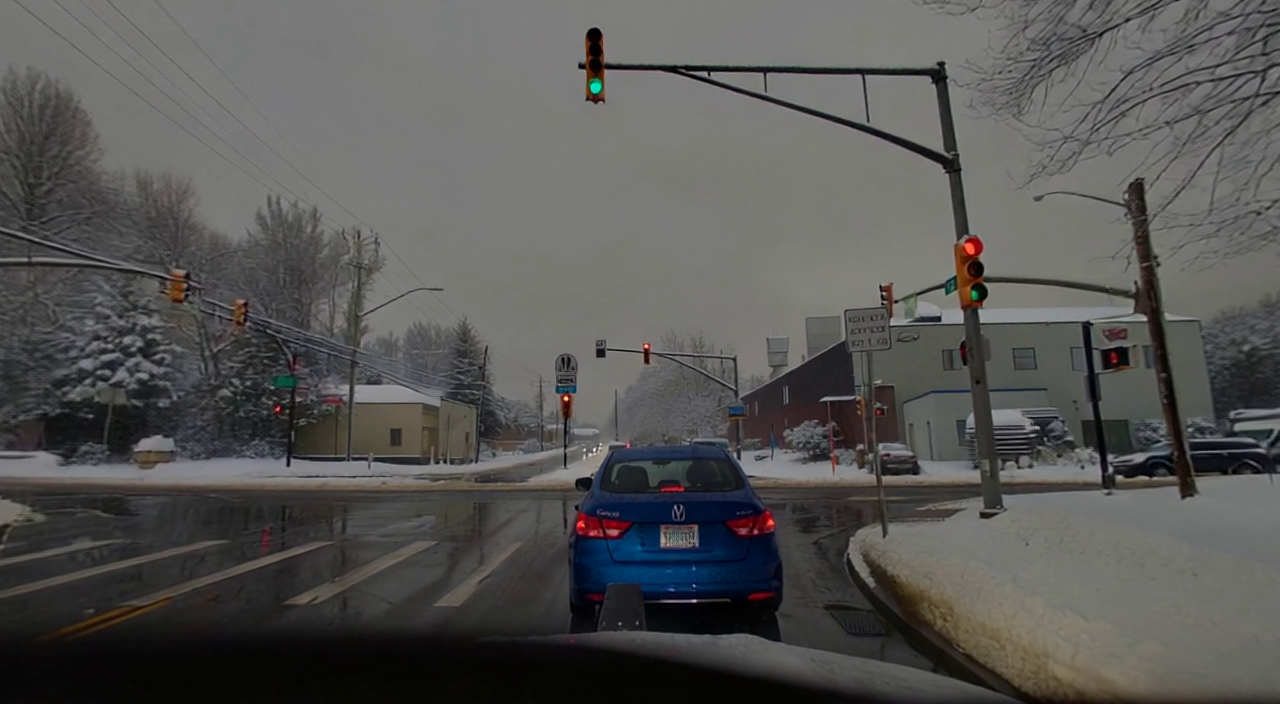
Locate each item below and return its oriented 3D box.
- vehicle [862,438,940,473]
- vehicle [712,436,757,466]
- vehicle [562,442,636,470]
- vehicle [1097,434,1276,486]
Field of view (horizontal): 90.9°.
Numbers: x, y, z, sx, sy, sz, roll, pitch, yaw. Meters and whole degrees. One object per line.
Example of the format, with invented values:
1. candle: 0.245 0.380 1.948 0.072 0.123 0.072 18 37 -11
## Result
1. vehicle: 12.409 5.034 30.269 1.922 1.529 3.964 0 -11 -2
2. vehicle: 6.895 7.207 46.155 1.491 2.041 2.964 7 -10 -38
3. vehicle: -2.450 6.150 37.552 3.991 1.526 1.868 -5 -9 30
4. vehicle: 16.801 3.318 19.514 3.876 1.512 1.784 0 -8 -1
